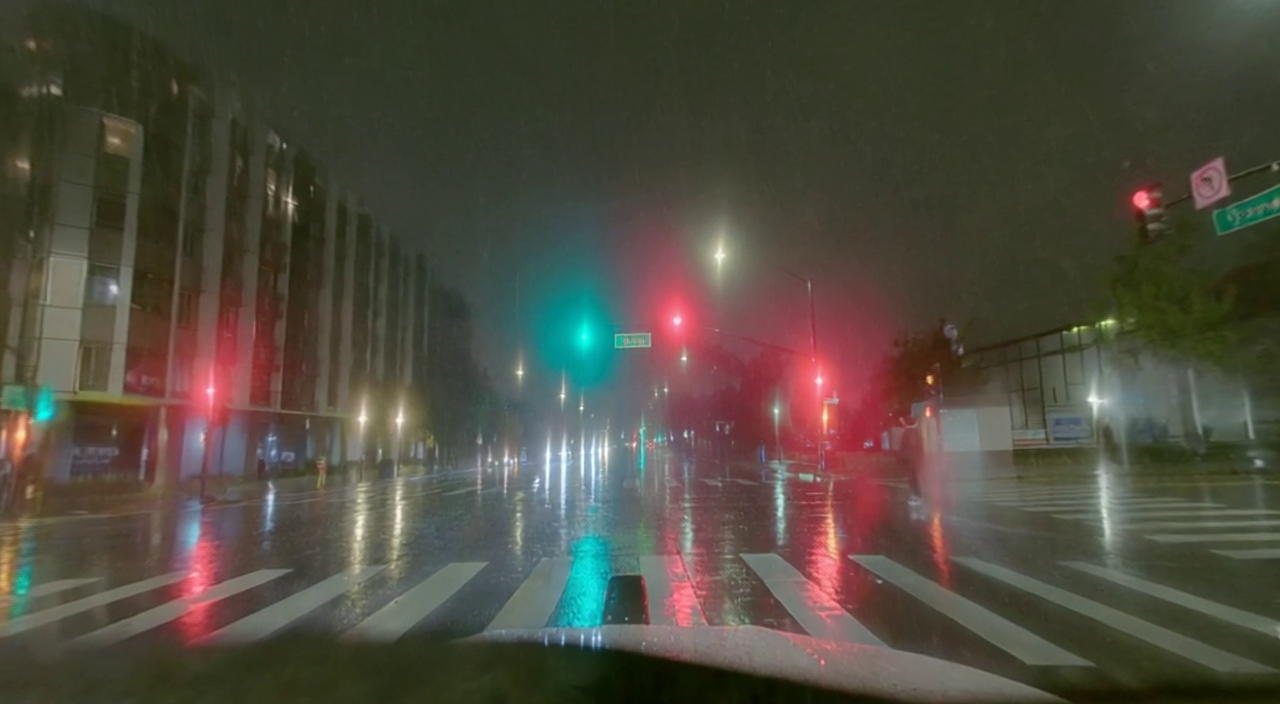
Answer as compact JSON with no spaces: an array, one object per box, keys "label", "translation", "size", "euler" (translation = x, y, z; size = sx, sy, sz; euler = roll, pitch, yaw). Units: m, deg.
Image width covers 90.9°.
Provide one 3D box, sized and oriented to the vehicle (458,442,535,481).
[{"label":"vehicle","translation":[-5.883,4.547,26.486],"size":[2.127,1.473,4.428],"euler":[0,-8,1]}]
